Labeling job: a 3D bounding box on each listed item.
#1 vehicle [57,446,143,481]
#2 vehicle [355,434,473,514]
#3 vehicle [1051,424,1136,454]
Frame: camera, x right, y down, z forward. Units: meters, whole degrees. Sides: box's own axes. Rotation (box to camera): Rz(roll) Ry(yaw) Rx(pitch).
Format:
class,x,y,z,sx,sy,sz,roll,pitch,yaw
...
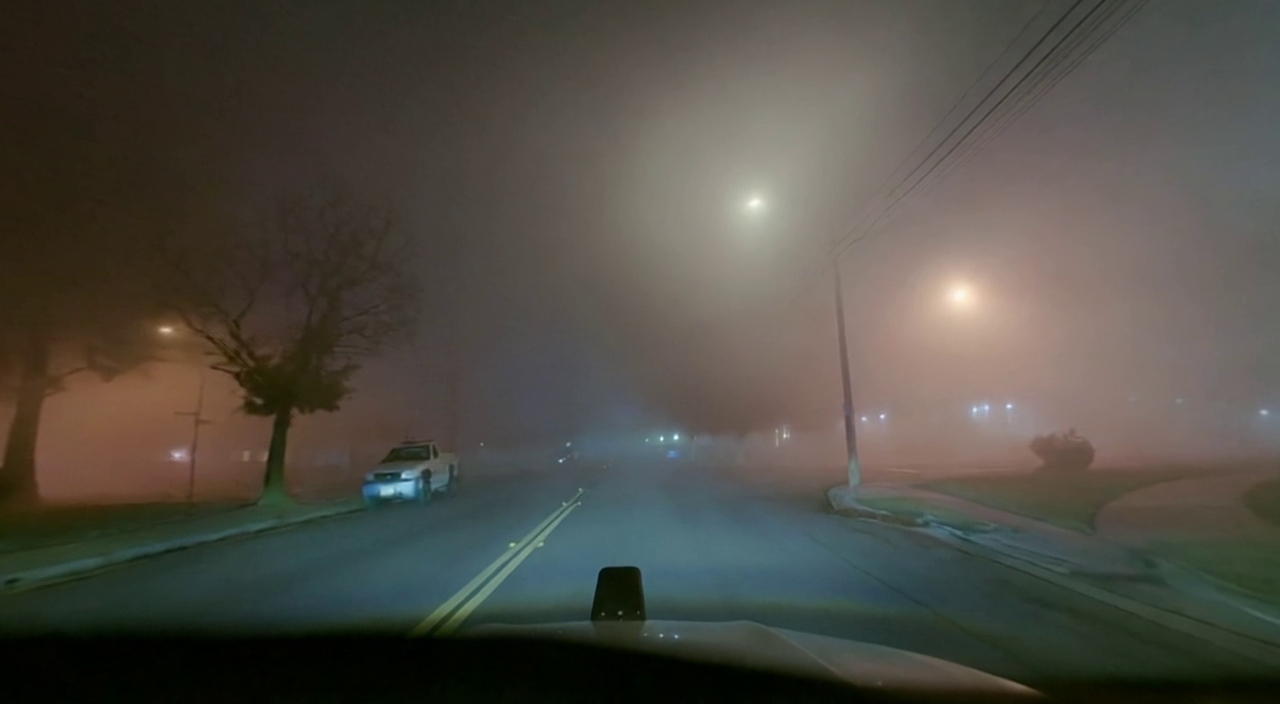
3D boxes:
class,x,y,z,sx,sy,sz,roll,pitch,yaw
vehicle,-35.933,7.389,42.181,1.821,1.691,4.510,-1,-3,0
vehicle,-6.076,3.247,17.580,2.087,1.835,4.445,-1,-7,-6
vehicle,29.966,5.714,41.936,1.923,1.805,4.876,-2,-6,-1
